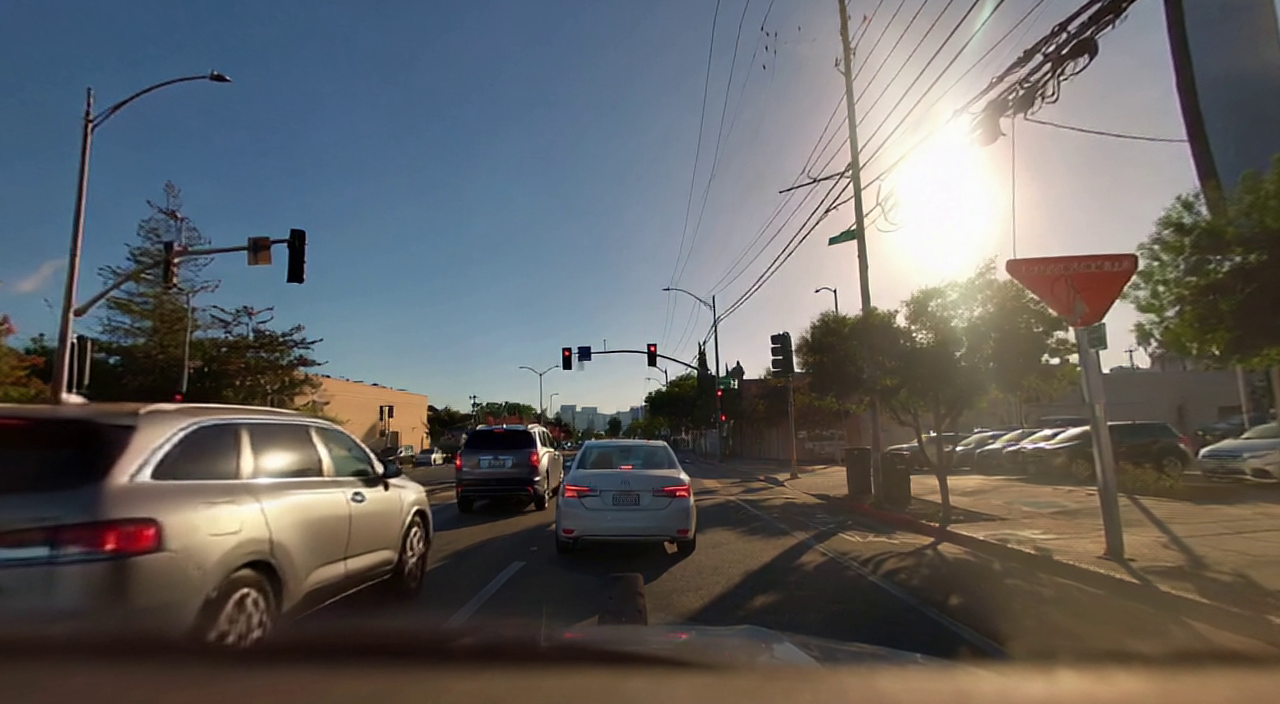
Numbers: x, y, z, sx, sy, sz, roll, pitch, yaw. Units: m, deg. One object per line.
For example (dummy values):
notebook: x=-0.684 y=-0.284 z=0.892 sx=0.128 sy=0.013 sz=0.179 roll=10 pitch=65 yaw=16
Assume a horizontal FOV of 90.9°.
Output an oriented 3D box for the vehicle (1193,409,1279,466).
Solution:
vehicle: x=18.723 y=2.551 z=18.682 sx=4.446 sy=1.511 sz=1.977 roll=4 pitch=-10 yaw=-29

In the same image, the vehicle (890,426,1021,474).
vehicle: x=10.638 y=3.349 z=21.724 sx=1.842 sy=1.471 sz=4.481 roll=1 pitch=-8 yaw=-5

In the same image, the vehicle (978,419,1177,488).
vehicle: x=10.523 y=2.490 z=15.678 sx=1.888 sy=1.455 sz=4.268 roll=0 pitch=-8 yaw=0

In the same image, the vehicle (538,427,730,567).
vehicle: x=-0.154 y=1.871 z=8.963 sx=2.070 sy=1.481 sz=4.216 roll=0 pitch=-8 yaw=-3

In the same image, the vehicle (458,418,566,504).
vehicle: x=-3.038 y=2.690 z=15.986 sx=2.106 sy=1.852 sz=4.512 roll=0 pitch=-8 yaw=-4

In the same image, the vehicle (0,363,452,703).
vehicle: x=-2.930 y=1.165 z=4.448 sx=2.003 sy=1.681 sz=3.878 roll=0 pitch=-8 yaw=0
